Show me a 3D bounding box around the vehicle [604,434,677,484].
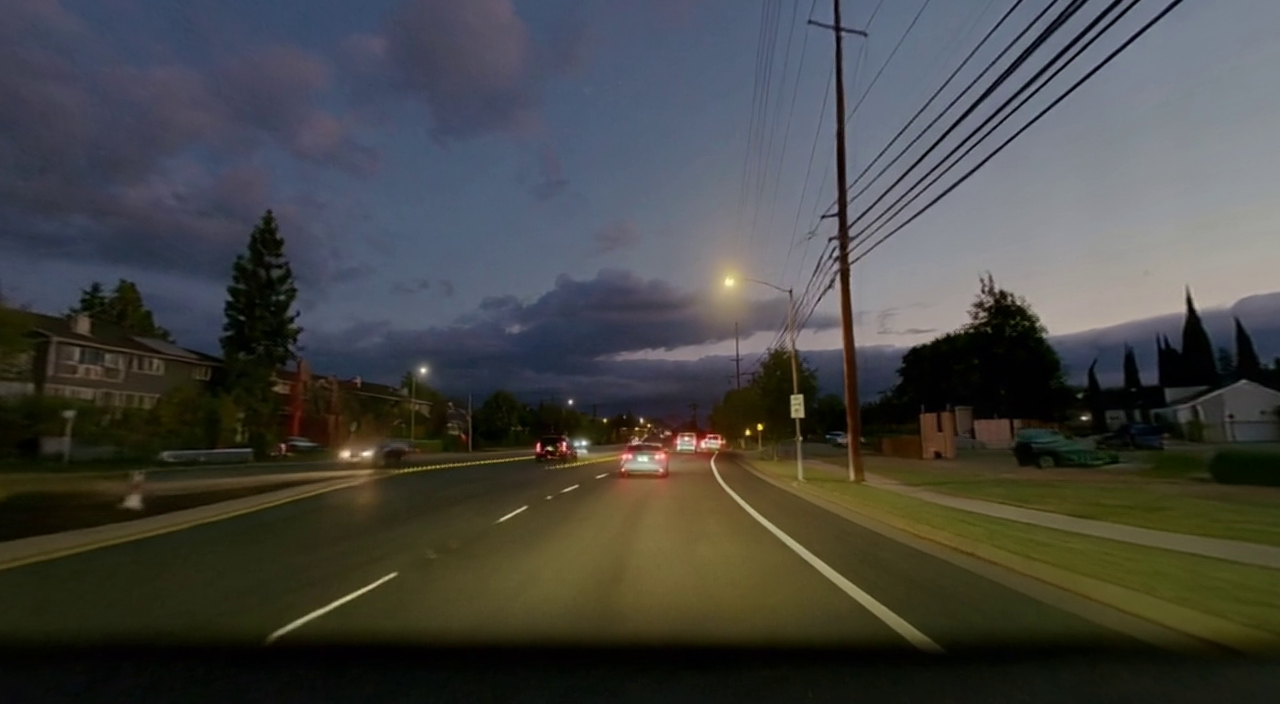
[{"bbox_3d":[0.120,3.487,20.866,2.117,1.474,4.036,-1,-8,4],"label":"vehicle"}]

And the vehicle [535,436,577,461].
[{"bbox_3d":[-5.216,6.068,39.671,1.983,1.485,4.159,0,-8,2],"label":"vehicle"}]

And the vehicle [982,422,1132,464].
[{"bbox_3d":[17.429,3.850,26.591,4.751,1.661,2.022,-2,-9,12],"label":"vehicle"}]

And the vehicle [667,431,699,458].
[{"bbox_3d":[3.392,7.146,48.728,2.158,1.939,4.935,-1,-8,8],"label":"vehicle"}]

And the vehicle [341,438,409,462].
[{"bbox_3d":[-16.944,6.293,40.583,1.893,1.494,4.752,-1,-8,5],"label":"vehicle"}]
